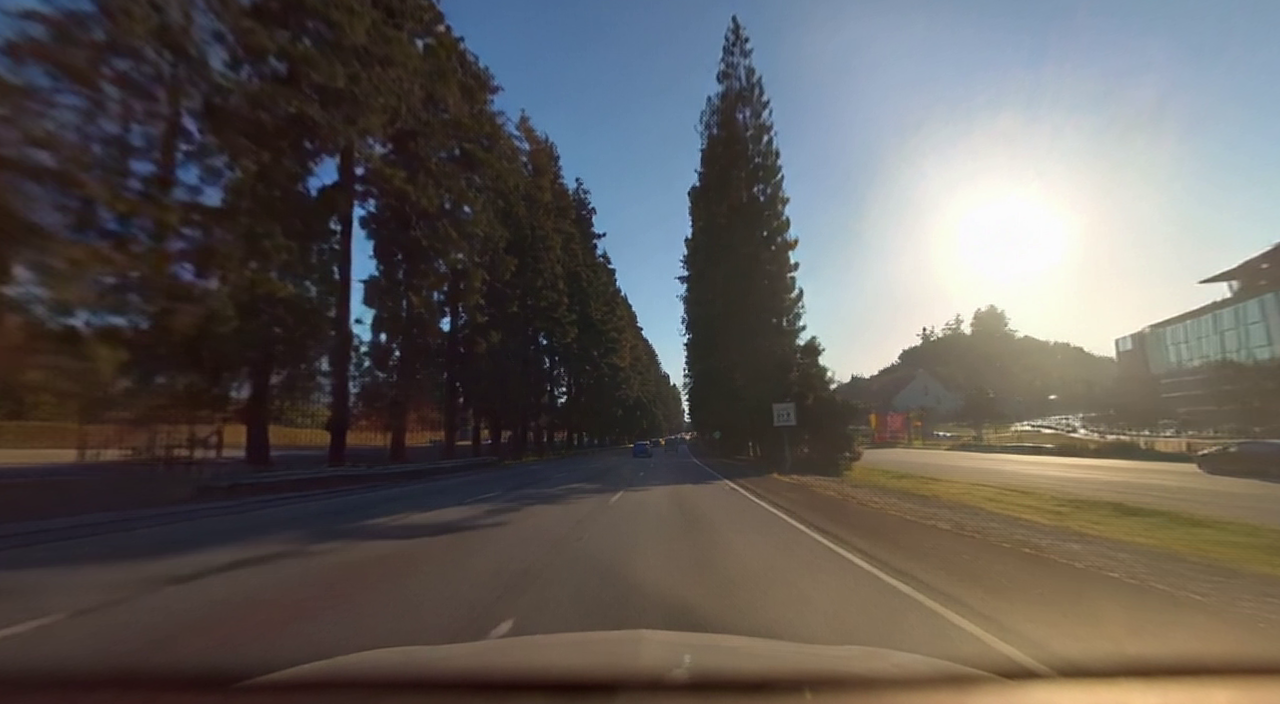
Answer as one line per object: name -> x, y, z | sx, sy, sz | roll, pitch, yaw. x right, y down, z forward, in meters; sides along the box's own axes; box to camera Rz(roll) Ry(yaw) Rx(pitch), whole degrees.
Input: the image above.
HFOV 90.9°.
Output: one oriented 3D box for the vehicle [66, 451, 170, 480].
vehicle -> -30.209, 6.556, 36.701 | 1.843, 1.447, 4.563 | -2, -8, 7
